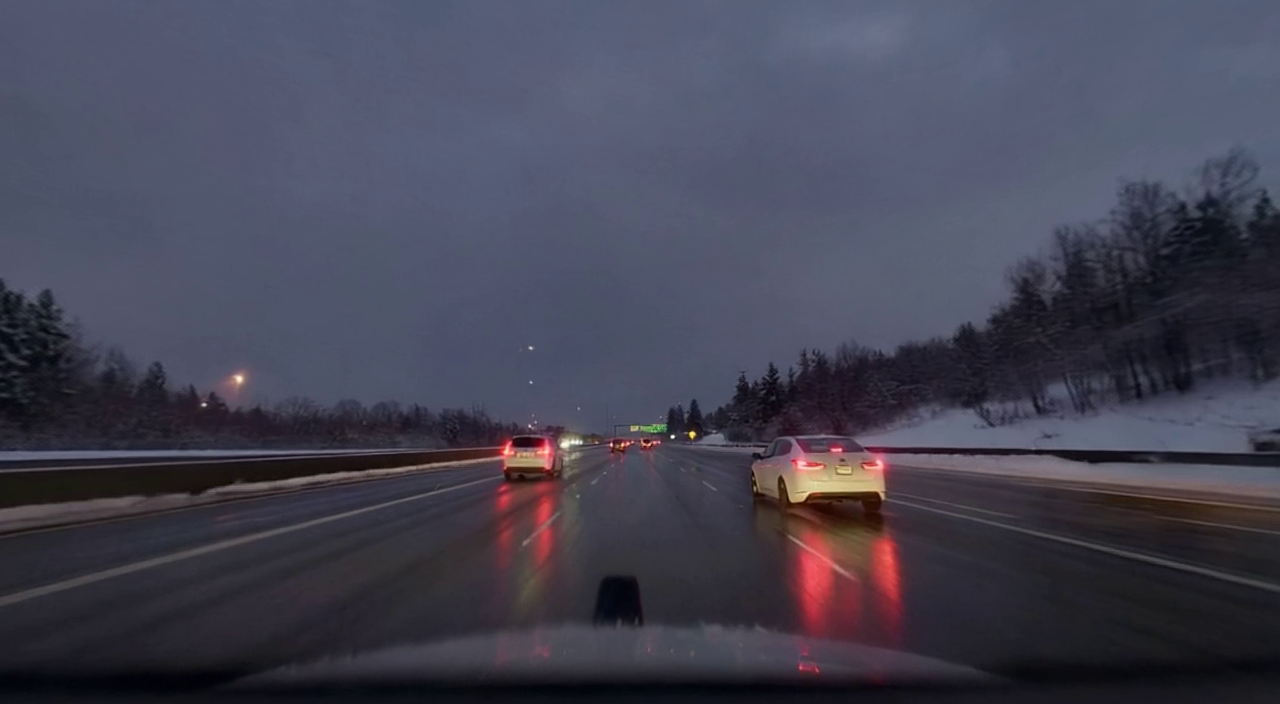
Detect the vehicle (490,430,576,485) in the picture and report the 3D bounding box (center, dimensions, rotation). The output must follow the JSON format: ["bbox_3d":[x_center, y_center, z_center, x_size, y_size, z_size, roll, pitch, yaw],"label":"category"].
[{"bbox_3d":[-3.689,3.738,22.650,2.193,1.746,4.512,0,-8,1],"label":"vehicle"}]

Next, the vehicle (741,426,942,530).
[{"bbox_3d":[3.450,2.276,12.083,2.107,1.550,4.949,0,-8,-1],"label":"vehicle"}]
